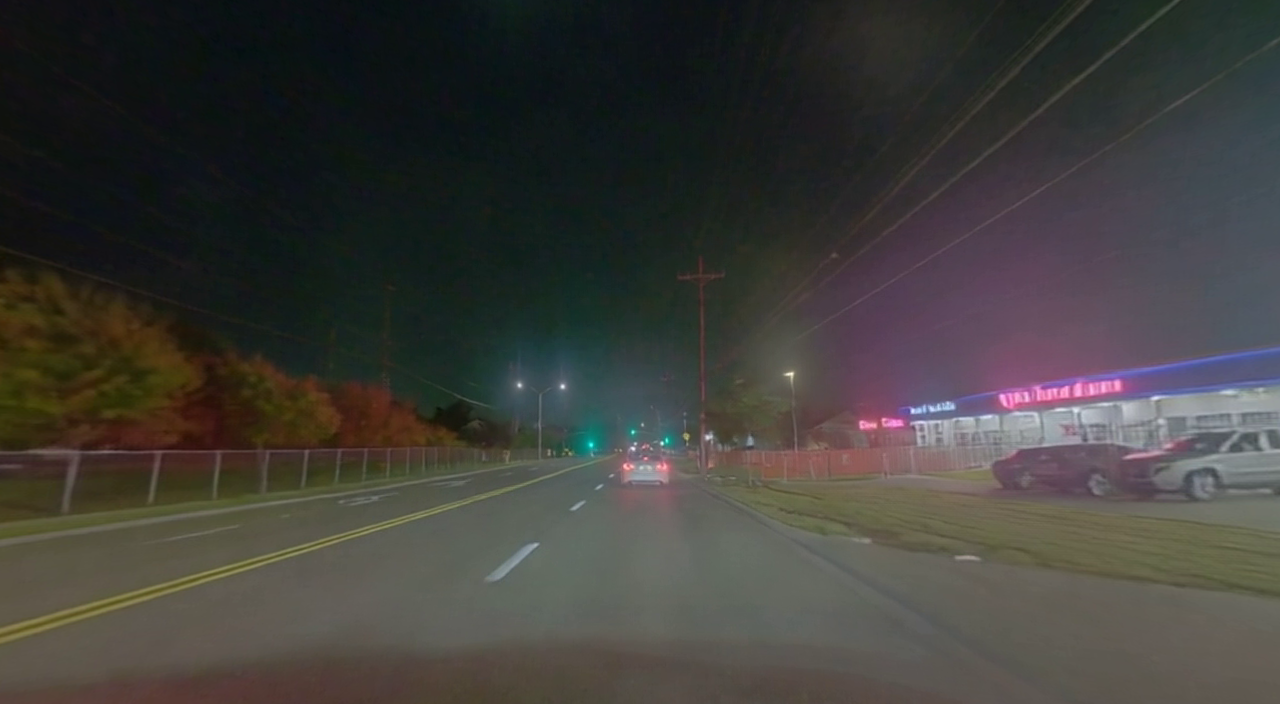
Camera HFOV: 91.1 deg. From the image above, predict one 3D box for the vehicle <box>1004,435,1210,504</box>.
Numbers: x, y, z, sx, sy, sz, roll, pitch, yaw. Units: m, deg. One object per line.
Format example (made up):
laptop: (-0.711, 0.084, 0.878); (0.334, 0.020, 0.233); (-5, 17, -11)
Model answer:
vehicle: (11.685, 2.948, 16.215); (1.970, 1.501, 4.514); (0, -9, 3)

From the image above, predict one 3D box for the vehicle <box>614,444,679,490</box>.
vehicle: (0.200, 4.092, 22.727); (2.144, 1.514, 4.063); (0, -9, 0)

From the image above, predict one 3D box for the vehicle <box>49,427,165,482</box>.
vehicle: (-30.211, 5.812, 35.796); (2.502, 2.916, 4.293); (-1, -9, 4)
